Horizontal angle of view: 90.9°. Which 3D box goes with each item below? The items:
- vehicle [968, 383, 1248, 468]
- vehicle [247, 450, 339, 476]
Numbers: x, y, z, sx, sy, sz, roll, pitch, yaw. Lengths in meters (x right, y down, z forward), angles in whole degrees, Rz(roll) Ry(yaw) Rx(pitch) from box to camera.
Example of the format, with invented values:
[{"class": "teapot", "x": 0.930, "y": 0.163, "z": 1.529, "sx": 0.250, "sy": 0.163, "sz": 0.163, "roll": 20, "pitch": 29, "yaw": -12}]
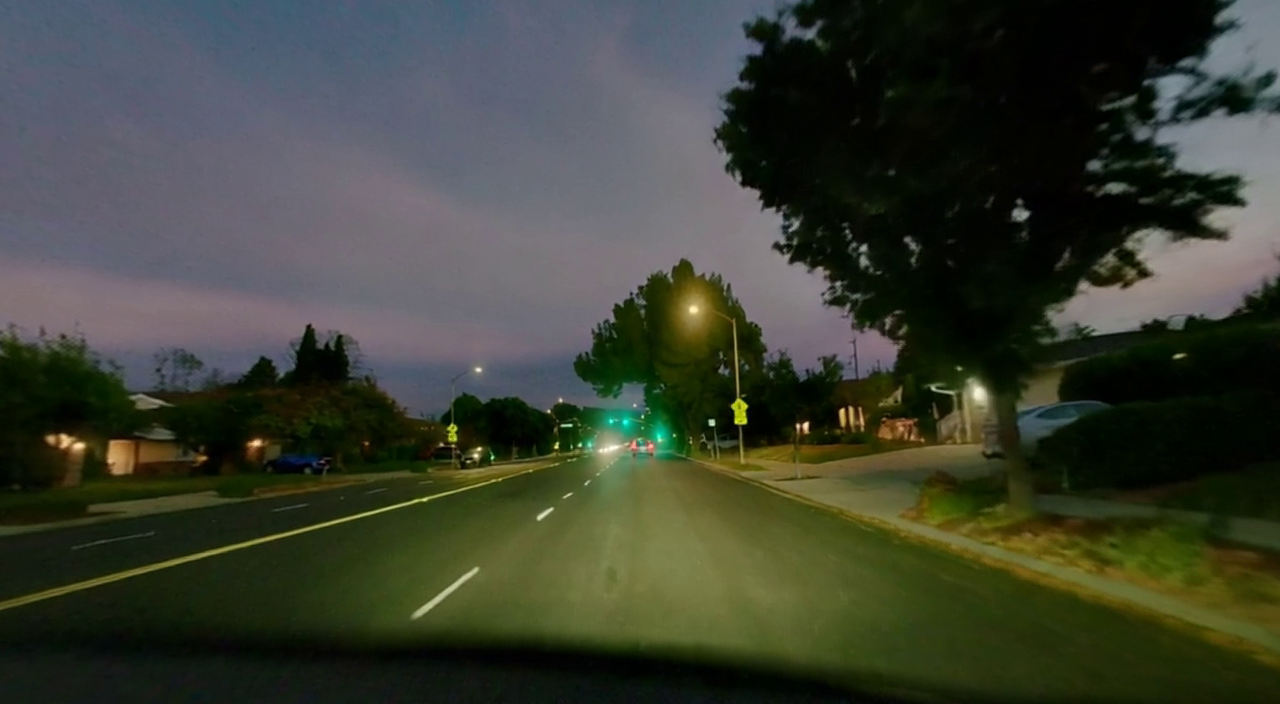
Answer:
[{"class": "vehicle", "x": 11.200, "y": 1.874, "z": 15.579, "sx": 4.996, "sy": 1.563, "sz": 1.984, "roll": -6, "pitch": -10, "yaw": 14}, {"class": "vehicle", "x": -22.688, "y": 7.284, "z": 41.379, "sx": 4.791, "sy": 1.564, "sz": 2.125, "roll": 0, "pitch": -8, "yaw": -5}]
